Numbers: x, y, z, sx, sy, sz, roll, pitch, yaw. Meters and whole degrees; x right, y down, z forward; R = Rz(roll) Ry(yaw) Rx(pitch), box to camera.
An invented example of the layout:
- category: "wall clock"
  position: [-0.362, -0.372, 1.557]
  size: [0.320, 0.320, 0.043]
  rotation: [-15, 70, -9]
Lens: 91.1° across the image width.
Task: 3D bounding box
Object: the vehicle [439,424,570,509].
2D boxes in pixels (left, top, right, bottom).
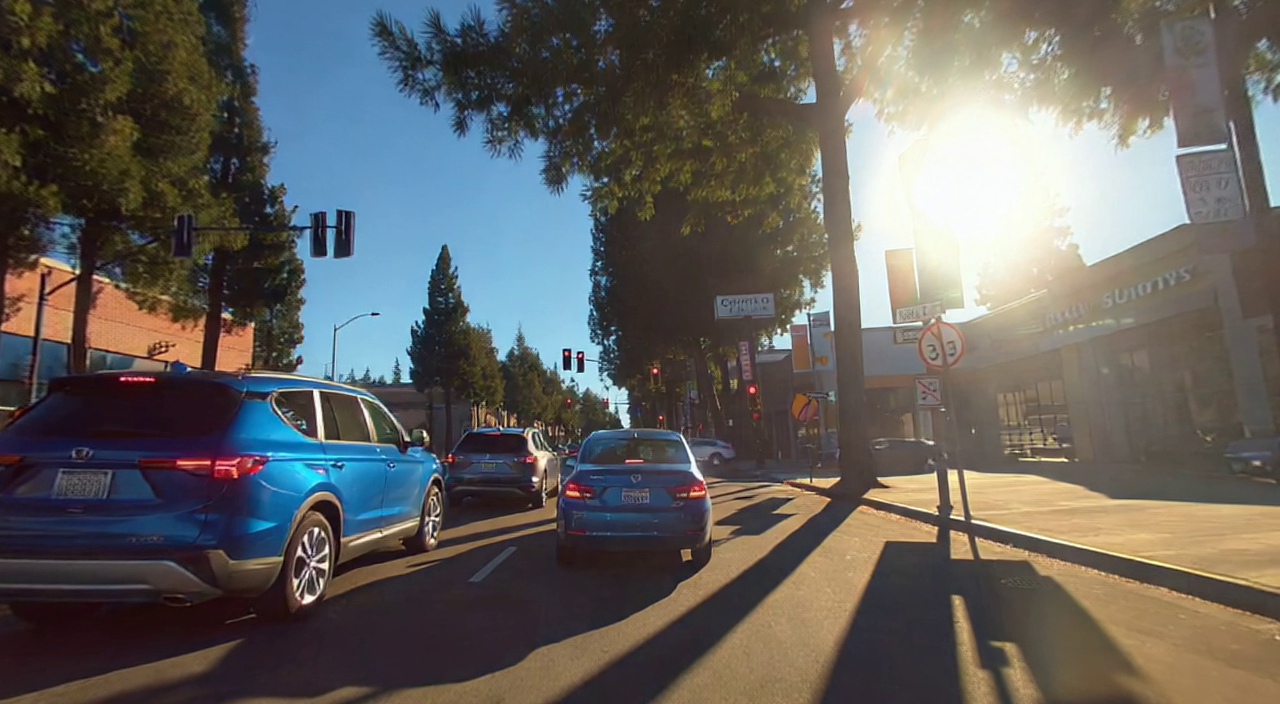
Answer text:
- category: "vehicle"
  position: [-2.928, 2.595, 14.602]
  size: [2.047, 1.664, 4.148]
  rotation: [0, -8, 1]

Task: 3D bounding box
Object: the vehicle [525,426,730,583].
- category: "vehicle"
  position: [-0.158, 1.776, 8.165]
  size: [1.966, 1.481, 4.146]
  rotation: [0, -8, -1]

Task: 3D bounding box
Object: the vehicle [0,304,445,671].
- category: "vehicle"
  position: [-3.815, 1.128, 6.204]
  size: [2.152, 2.118, 5.066]
  rotation: [0, -8, 0]

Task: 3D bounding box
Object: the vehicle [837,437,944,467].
- category: "vehicle"
  position: [12.968, 5.219, 32.728]
  size: [4.809, 1.476, 1.845]
  rotation: [-1, -9, 4]
